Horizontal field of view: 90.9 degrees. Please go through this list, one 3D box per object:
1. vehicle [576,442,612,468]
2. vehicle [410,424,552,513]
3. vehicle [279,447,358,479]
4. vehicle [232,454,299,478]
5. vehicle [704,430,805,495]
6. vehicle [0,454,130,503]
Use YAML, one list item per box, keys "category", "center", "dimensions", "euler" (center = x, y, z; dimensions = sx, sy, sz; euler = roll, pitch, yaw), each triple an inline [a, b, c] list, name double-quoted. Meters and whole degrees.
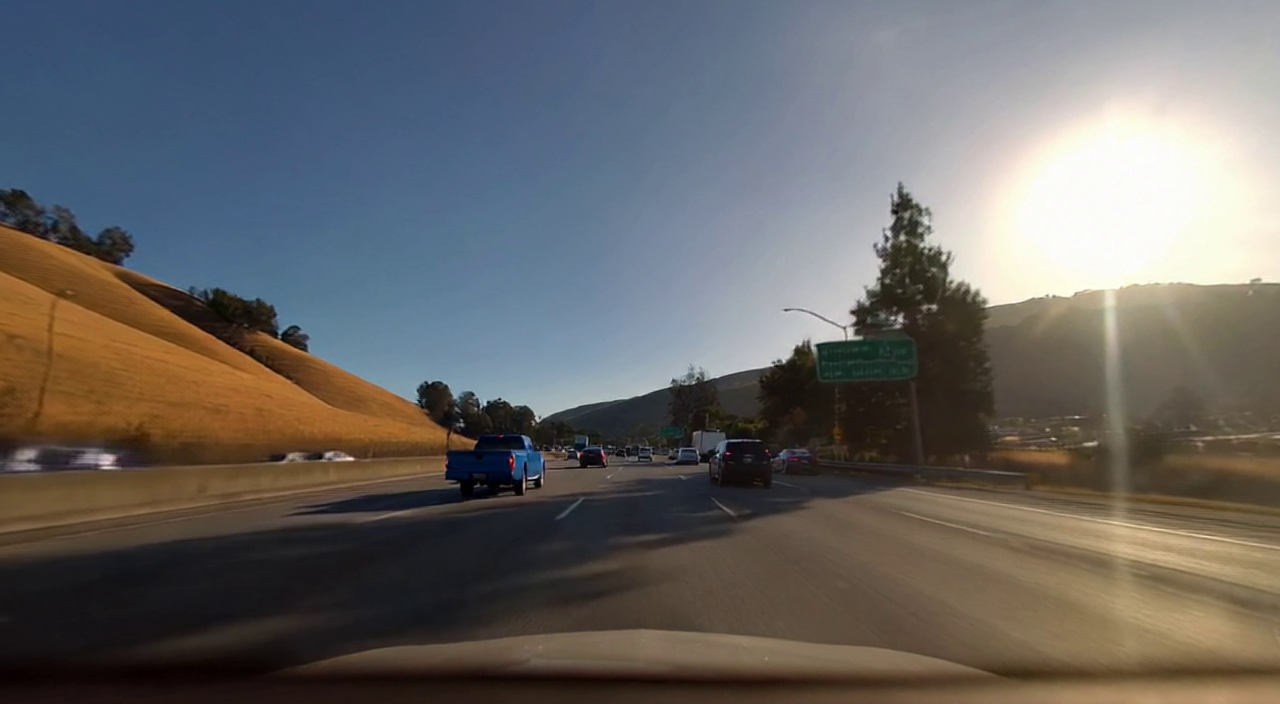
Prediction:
- category: "vehicle"
  center: [-3.310, 7.500, 46.062]
  dimensions: [2.235, 1.785, 4.386]
  euler: [-1, -8, 1]
- category: "vehicle"
  center: [-3.736, 2.845, 16.033]
  dimensions: [2.227, 1.853, 5.161]
  euler: [0, -8, 1]
- category: "vehicle"
  center: [-17.463, 6.034, 34.528]
  dimensions: [1.948, 1.576, 4.501]
  euler: [0, -8, 1]
- category: "vehicle"
  center: [-25.569, 7.775, 43.233]
  dimensions: [1.850, 1.478, 4.595]
  euler: [0, -8, -1]
- category: "vehicle"
  center: [3.818, 3.801, 22.257]
  dimensions: [2.424, 1.952, 5.611]
  euler: [0, -8, -1]
- category: "vehicle"
  center: [-21.175, 4.435, 22.581]
  dimensions: [1.873, 1.490, 4.725]
  euler: [0, -8, 0]
